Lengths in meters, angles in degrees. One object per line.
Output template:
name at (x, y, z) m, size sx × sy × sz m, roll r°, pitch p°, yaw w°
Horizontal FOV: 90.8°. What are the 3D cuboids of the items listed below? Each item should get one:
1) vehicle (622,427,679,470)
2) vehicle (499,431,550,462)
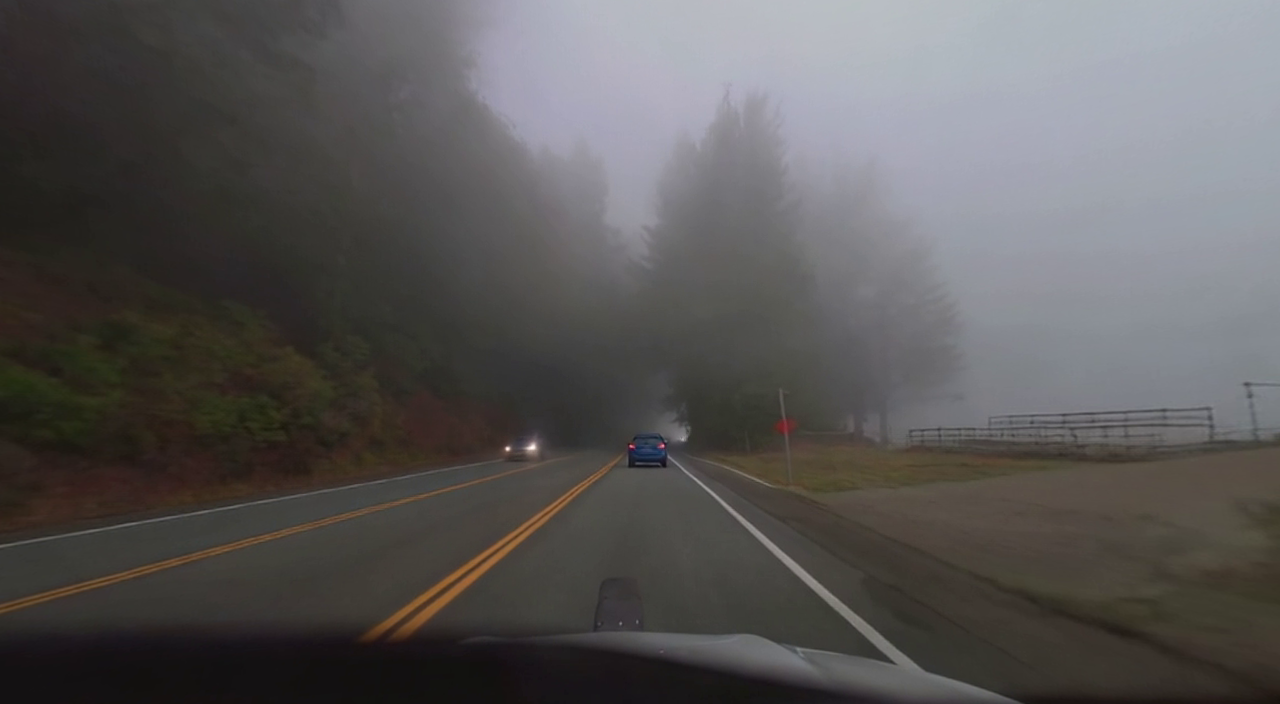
vehicle at (0.455, 4.207, 27.636) m, size 2.294 × 1.708 × 4.110 m, roll 0°, pitch -8°, yaw 1°
vehicle at (-6.920, 5.740, 38.395) m, size 2.185 × 1.713 × 4.365 m, roll 0°, pitch -8°, yaw 1°
